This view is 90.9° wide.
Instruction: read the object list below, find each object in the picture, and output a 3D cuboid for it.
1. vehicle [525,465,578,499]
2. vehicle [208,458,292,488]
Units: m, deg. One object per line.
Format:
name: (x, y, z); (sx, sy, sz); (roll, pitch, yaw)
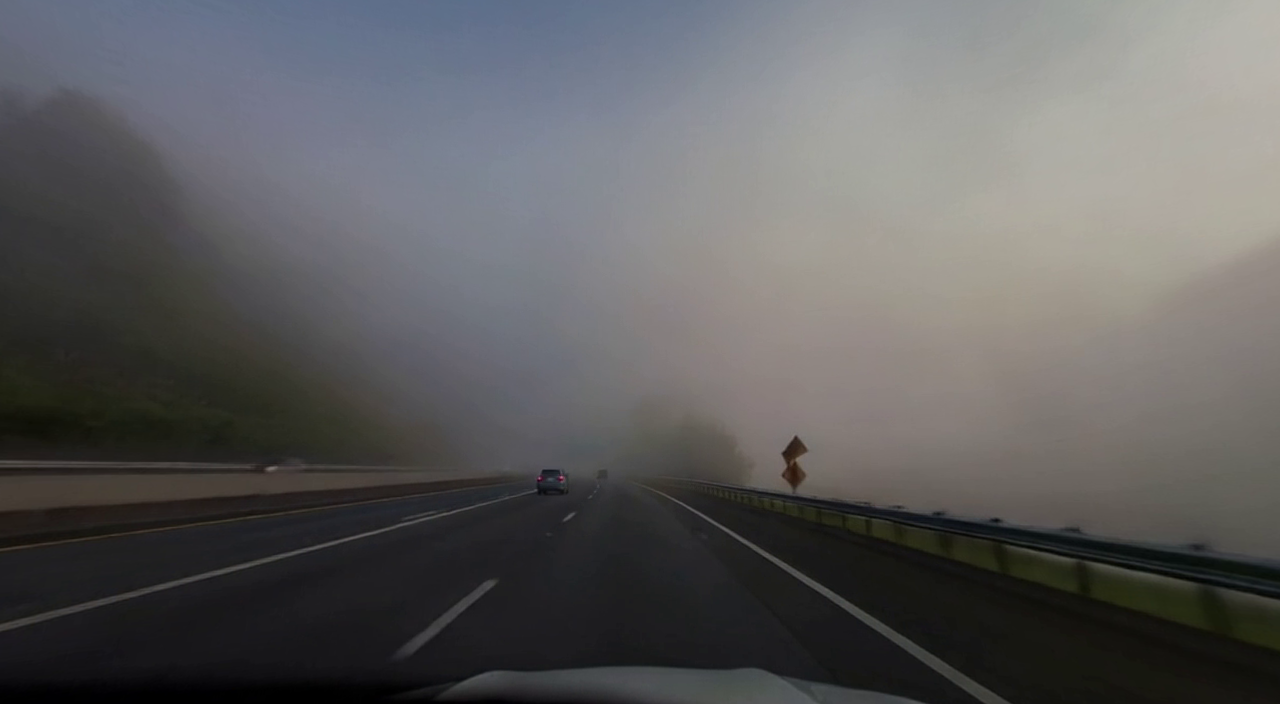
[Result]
vehicle: (-4.394, 6.544, 31.977); (2.115, 1.546, 4.638); (1, -10, -2)
vehicle: (-21.514, 6.689, 34.988); (2.038, 1.509, 4.205); (1, -10, -2)
